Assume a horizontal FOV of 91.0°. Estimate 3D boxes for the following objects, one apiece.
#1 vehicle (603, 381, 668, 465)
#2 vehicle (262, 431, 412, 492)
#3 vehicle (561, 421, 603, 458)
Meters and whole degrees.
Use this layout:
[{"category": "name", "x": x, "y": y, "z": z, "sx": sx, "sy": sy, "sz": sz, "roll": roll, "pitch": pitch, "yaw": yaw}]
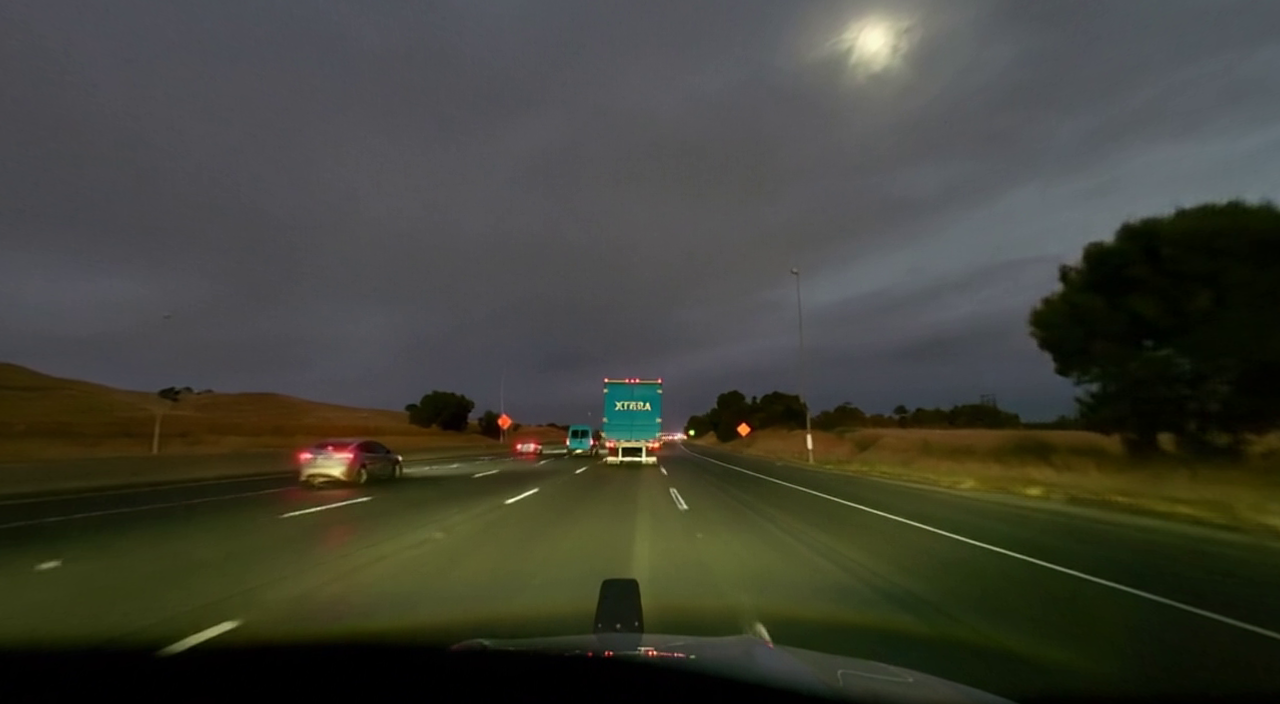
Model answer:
[{"category": "vehicle", "x": -0.228, "y": 4.314, "z": 35.641, "sx": 3.183, "sy": 4.011, "sz": 9.617, "roll": -1, "pitch": -11, "yaw": 0}, {"category": "vehicle", "x": -8.489, "y": 3.095, "z": 18.214, "sx": 1.915, "sy": 1.506, "sz": 4.594, "roll": 0, "pitch": -8, "yaw": 2}, {"category": "vehicle", "x": -4.323, "y": 6.763, "z": 48.303, "sx": 2.469, "sy": 2.615, "sz": 5.874, "roll": 0, "pitch": -8, "yaw": 2}]
